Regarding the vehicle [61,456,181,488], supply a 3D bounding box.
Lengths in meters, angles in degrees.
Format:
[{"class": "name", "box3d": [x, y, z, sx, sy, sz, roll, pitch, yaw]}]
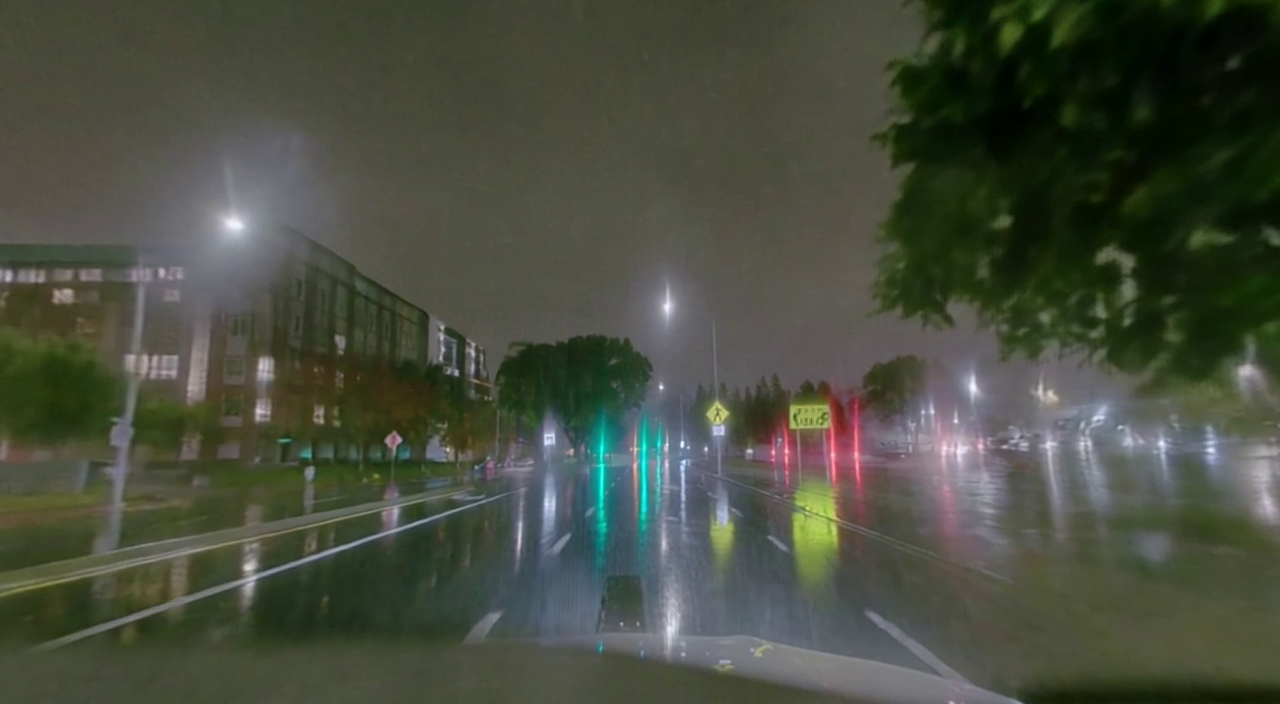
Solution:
[{"class": "vehicle", "box3d": [-29.235, 6.773, 35.605, 4.899, 1.535, 1.926, -1, -10, -6]}]
